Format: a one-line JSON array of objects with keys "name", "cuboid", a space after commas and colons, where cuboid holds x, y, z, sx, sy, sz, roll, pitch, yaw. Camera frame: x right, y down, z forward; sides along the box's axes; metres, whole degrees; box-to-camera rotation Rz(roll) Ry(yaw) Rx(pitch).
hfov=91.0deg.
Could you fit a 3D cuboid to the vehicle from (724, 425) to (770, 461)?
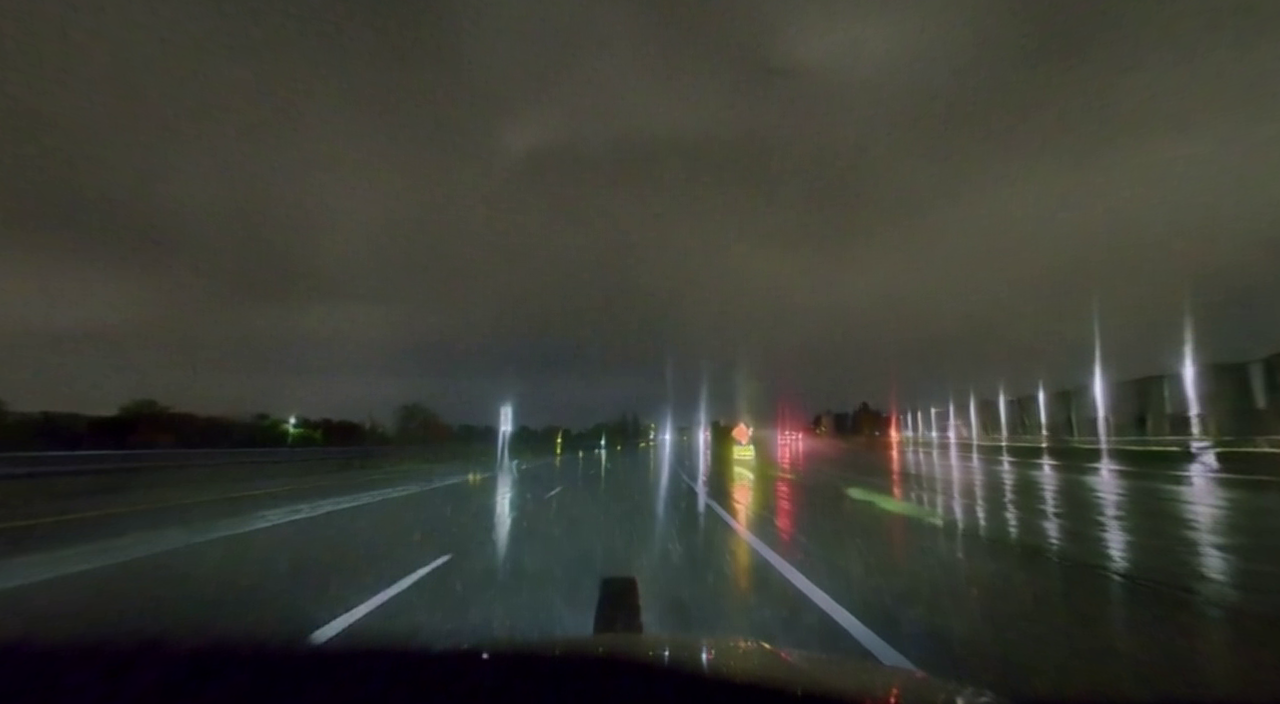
[{"name": "vehicle", "cuboid": [6.319, 5.406, 37.578, 1.914, 2.013, 4.041, 0, -8, -2]}]
